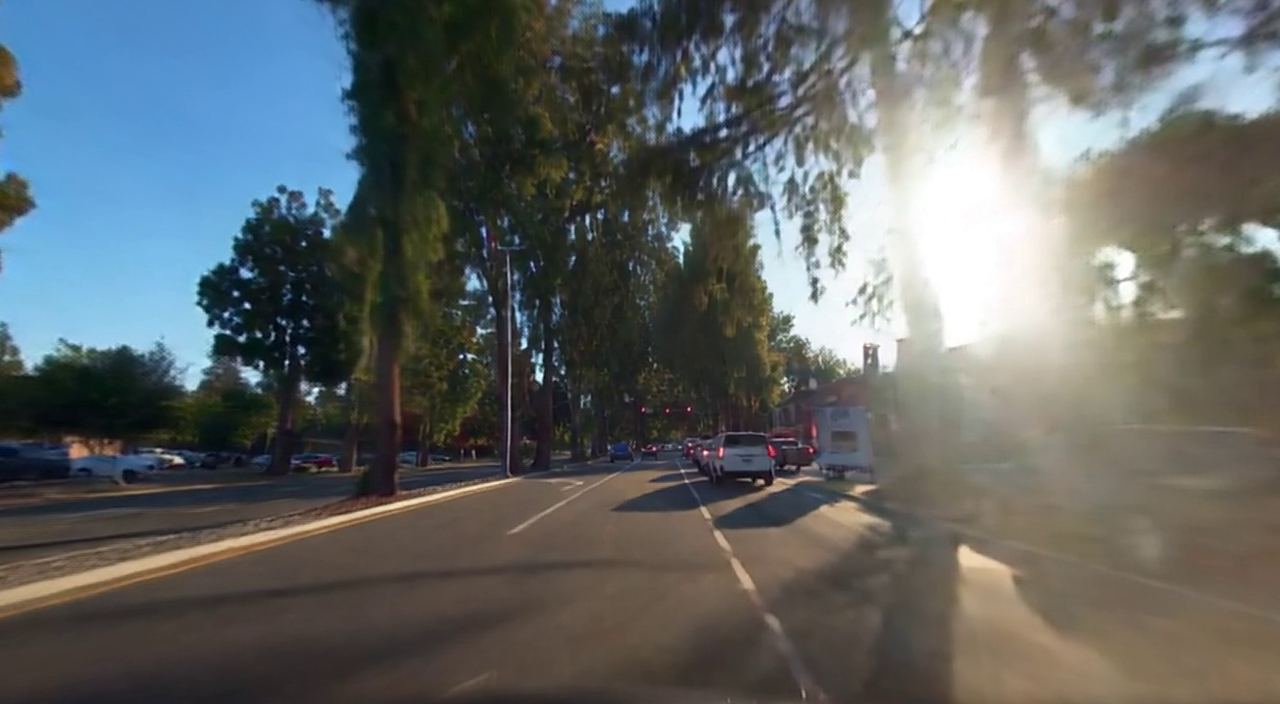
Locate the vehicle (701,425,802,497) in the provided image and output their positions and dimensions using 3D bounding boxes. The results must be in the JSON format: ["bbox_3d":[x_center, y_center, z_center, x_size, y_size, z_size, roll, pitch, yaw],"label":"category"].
[{"bbox_3d":[2.881,2.948,17.390,2.052,1.693,4.554,0,-8,1],"label":"vehicle"}]

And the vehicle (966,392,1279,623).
[{"bbox_3d":[5.768,1.501,7.046,1.803,1.754,4.480,2,-7,-1],"label":"vehicle"}]

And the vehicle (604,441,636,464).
[{"bbox_3d":[-1.460,7.707,48.689,2.083,1.691,4.398,-1,-8,3],"label":"vehicle"}]

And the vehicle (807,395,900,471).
[{"bbox_3d":[7.067,2.776,21.324,1.933,2.309,3.468,-1,-9,2],"label":"vehicle"}]
